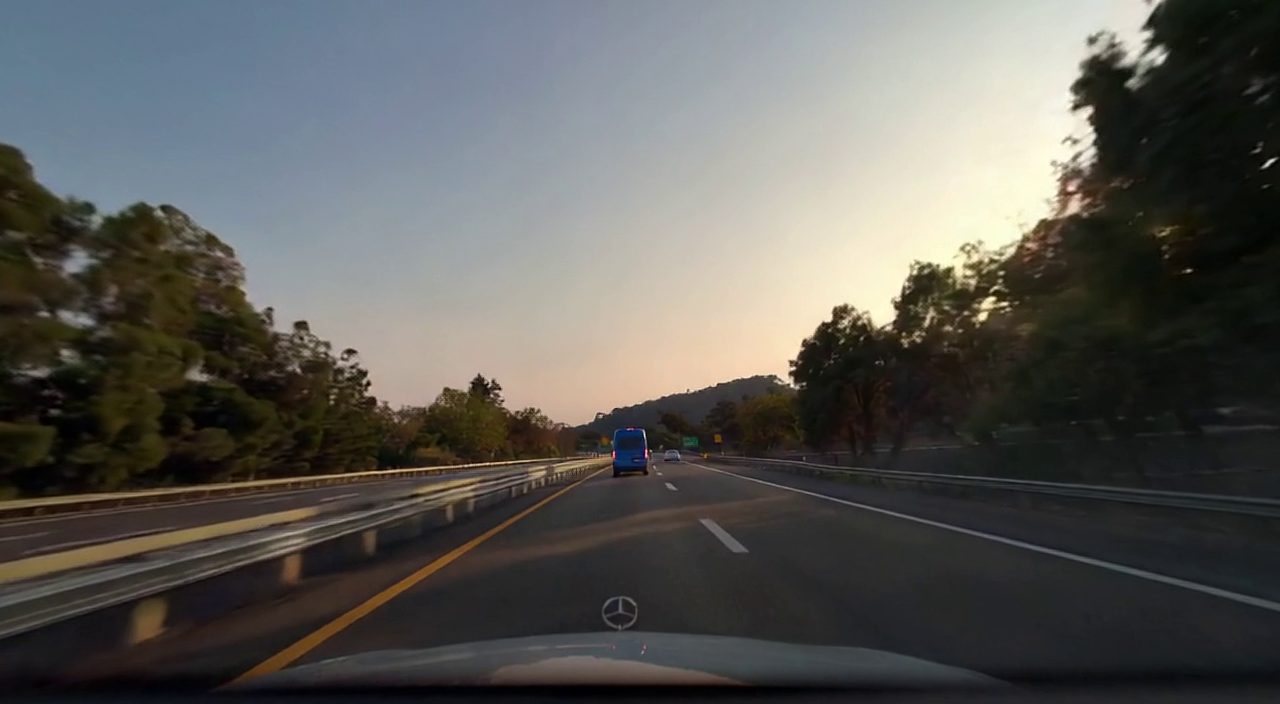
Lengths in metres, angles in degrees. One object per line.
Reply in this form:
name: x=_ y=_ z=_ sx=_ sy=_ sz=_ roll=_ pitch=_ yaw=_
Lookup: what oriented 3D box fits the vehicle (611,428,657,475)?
vehicle: x=-0.351 y=5.998 z=37.806 sx=2.560 sy=2.598 sz=5.581 roll=0 pitch=-9 yaw=-1
